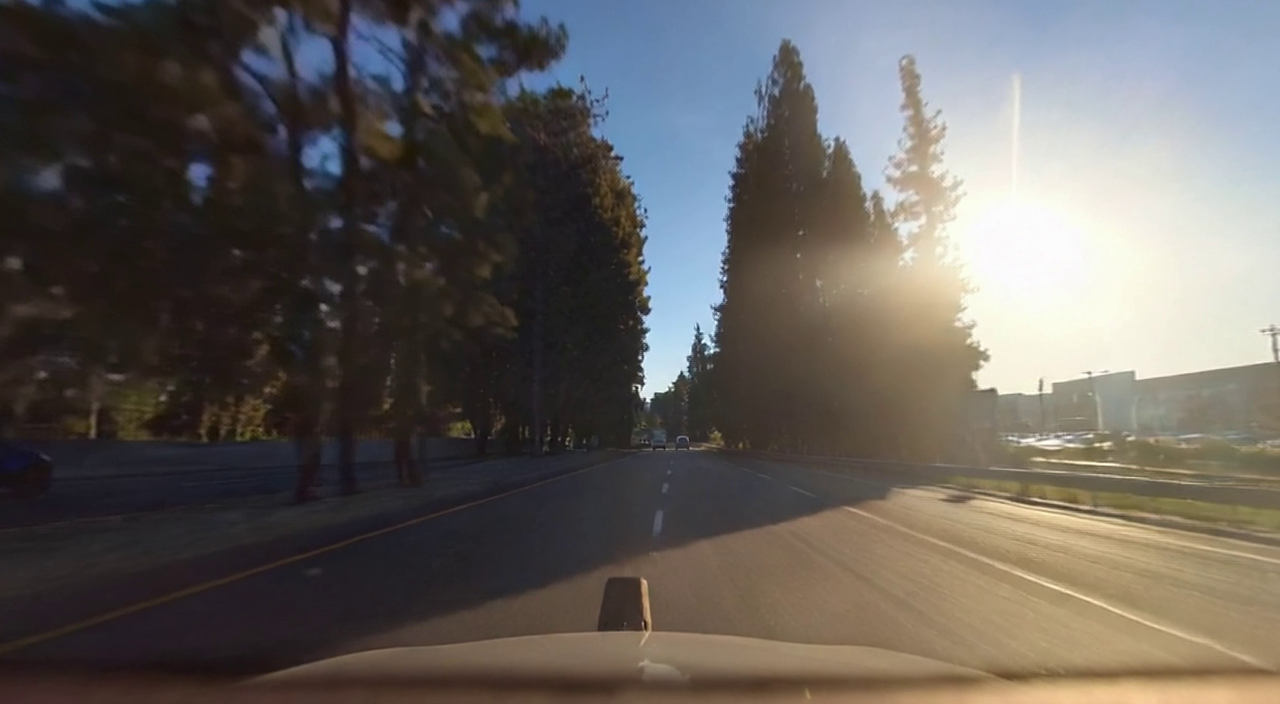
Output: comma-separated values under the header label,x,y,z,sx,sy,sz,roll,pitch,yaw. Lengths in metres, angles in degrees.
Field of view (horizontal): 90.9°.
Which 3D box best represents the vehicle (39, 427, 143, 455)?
label,x,y,z,sx,sy,sz,roll,pitch,yaw
vehicle,-40.543,6.630,46.817,2.111,1.911,5.832,-1,-8,6
